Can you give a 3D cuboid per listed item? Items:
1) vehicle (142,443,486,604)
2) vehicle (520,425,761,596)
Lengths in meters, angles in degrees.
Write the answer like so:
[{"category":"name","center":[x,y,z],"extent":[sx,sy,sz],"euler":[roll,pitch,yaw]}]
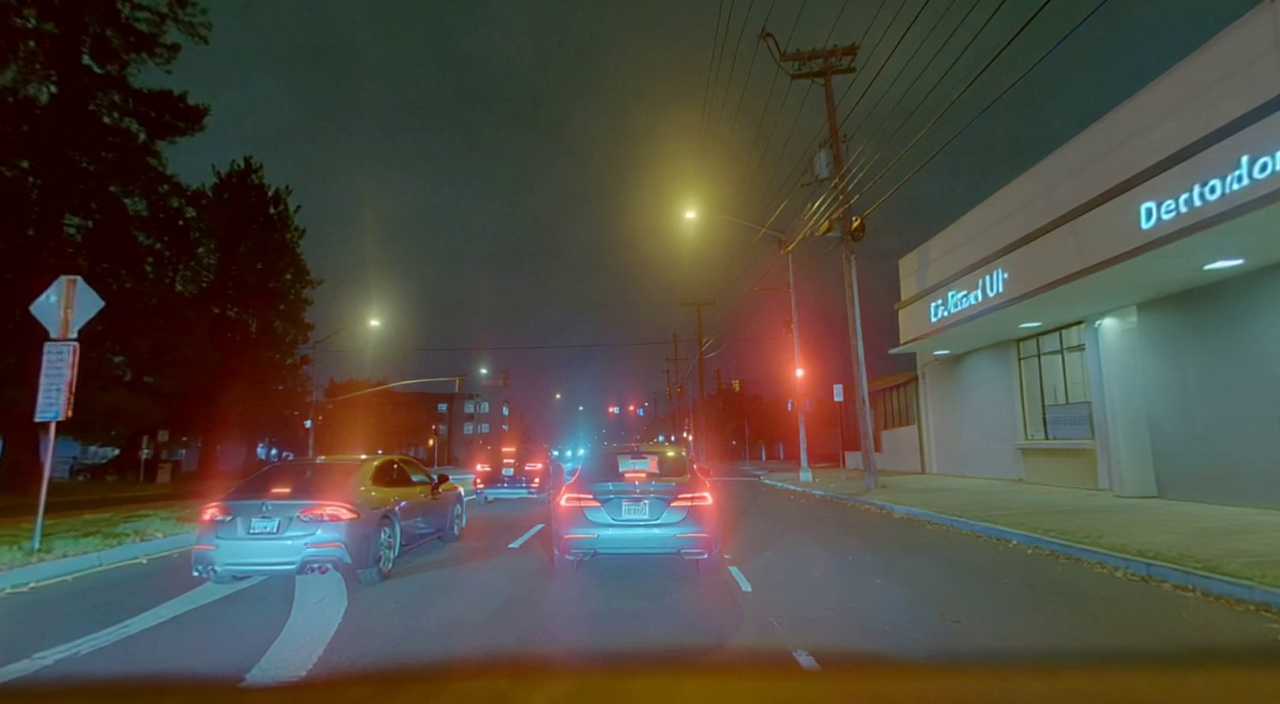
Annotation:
[{"category":"vehicle","center":[-3.231,1.741,7.325],"extent":[1.765,1.319,4.013],"euler":[0,-9,2]},{"category":"vehicle","center":[-0.010,1.680,7.538],"extent":[2.101,1.469,3.955],"euler":[0,-9,0]}]
